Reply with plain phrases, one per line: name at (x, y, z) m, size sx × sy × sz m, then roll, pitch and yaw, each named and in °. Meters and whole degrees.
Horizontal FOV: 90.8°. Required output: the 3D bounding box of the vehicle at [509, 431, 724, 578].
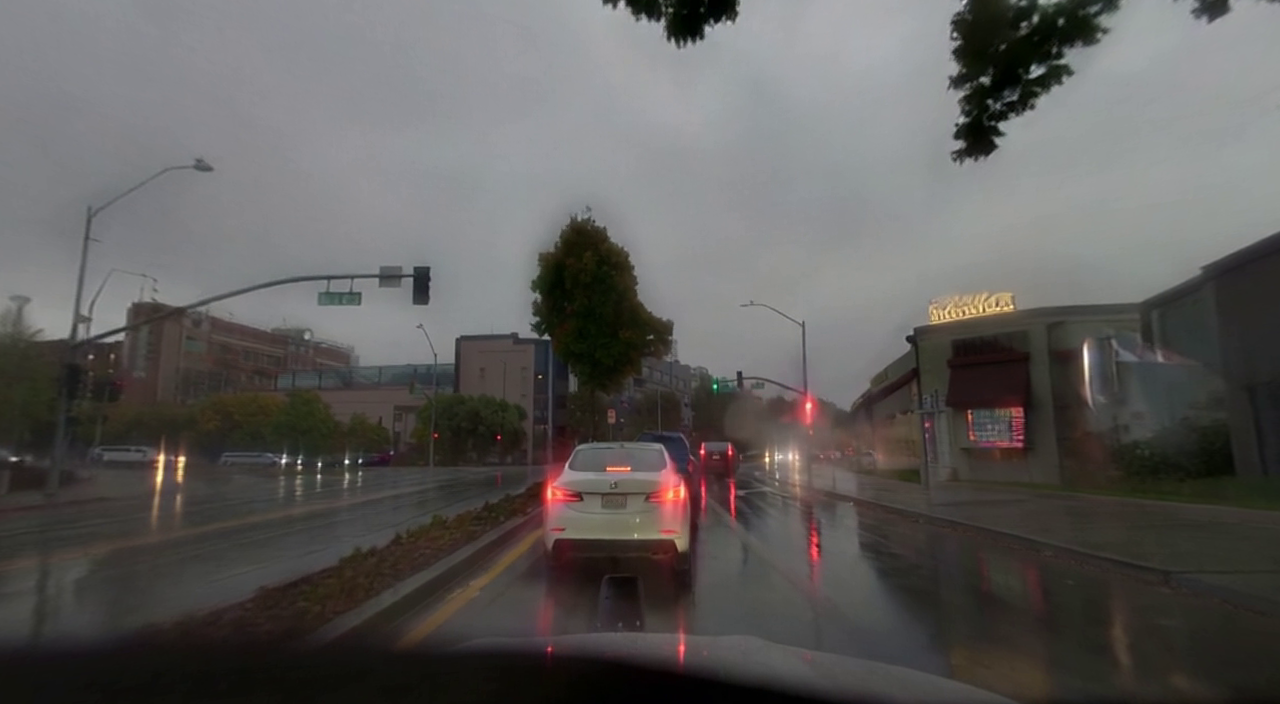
vehicle at (-0.227, 1.872, 8.603) m, size 2.173 × 1.479 × 4.264 m, roll 0°, pitch -9°, yaw 0°

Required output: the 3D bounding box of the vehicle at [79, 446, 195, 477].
vehicle at (-29.822, 6.487, 37.601) m, size 4.877 × 1.754 × 1.978 m, roll 2°, pitch -9°, yaw -11°

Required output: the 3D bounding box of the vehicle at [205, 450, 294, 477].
vehicle at (-25.996, 7.403, 42.225) m, size 4.575 × 1.718 × 2.008 m, roll 2°, pitch -9°, yaw -12°

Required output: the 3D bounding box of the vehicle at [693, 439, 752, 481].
vehicle at (3.864, 5.162, 30.493) m, size 2.092 × 1.851 × 4.913 m, roll 0°, pitch -9°, yaw -1°

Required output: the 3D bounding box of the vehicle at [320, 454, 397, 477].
vehicle at (-19.385, 7.827, 43.753) m, size 4.548 × 1.449 × 1.802 m, roll 2°, pitch -9°, yaw -13°
